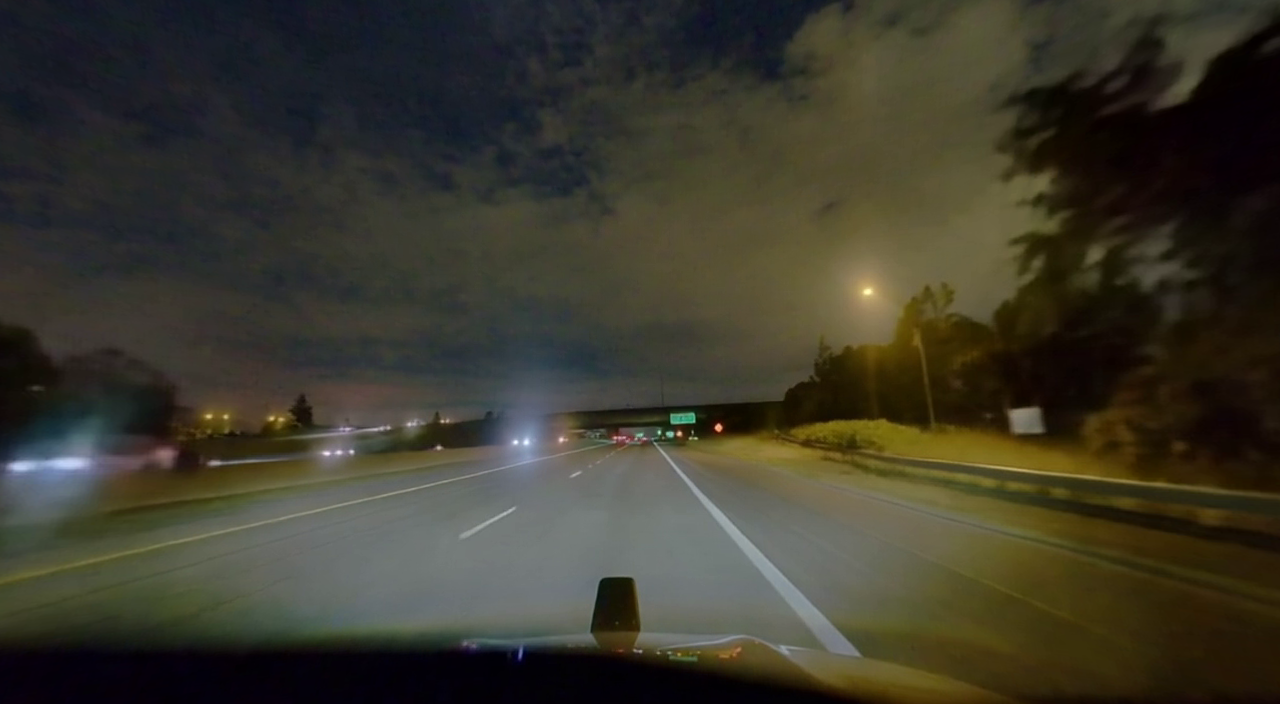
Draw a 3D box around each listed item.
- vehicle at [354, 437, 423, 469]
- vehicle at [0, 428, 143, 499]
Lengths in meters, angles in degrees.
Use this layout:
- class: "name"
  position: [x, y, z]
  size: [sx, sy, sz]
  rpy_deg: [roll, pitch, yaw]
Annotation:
- class: "vehicle"
  position: [-11.804, 4.740, 29.810]
  size: [1.866, 1.380, 3.399]
  rpy_deg: [0, -8, 0]
- class: "vehicle"
  position: [-15.259, 2.675, 15.496]
  size: [2.223, 1.560, 4.808]
  rpy_deg: [0, -8, -1]
